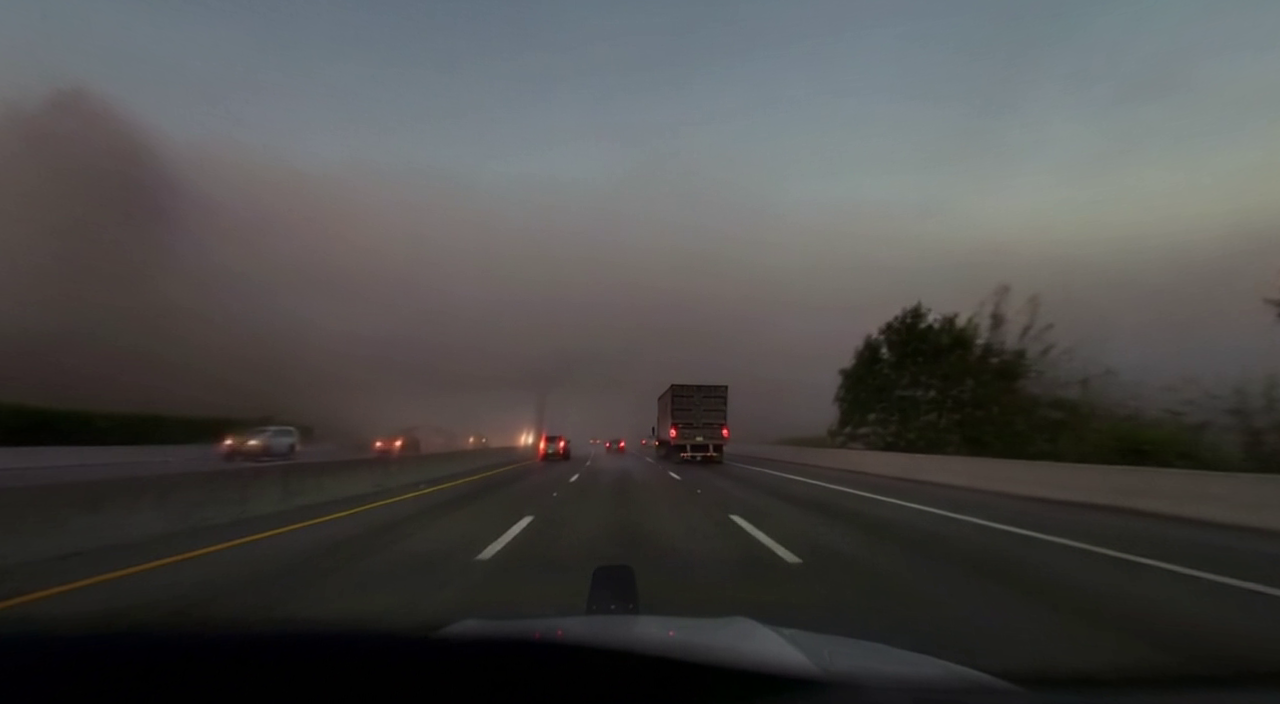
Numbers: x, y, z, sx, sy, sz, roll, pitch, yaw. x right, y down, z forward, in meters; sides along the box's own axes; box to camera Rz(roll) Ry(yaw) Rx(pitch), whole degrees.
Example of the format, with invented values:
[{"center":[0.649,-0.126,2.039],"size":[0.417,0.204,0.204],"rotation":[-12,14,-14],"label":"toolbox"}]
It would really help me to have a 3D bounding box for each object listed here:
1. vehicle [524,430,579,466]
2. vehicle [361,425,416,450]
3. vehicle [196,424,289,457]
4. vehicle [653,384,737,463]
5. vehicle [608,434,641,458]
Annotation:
[{"center":[-4.535,5.000,32.905],"size":[2.377,1.747,4.703],"rotation":[0,-8,-2],"label":"vehicle"},{"center":[-17.268,5.920,43.433],"size":[1.994,1.613,4.783],"rotation":[0,-8,-2],"label":"vehicle"},{"center":[-20.652,4.650,32.986],"size":[2.036,1.558,4.580],"rotation":[0,-8,-3],"label":"vehicle"},{"center":[2.972,4.629,39.261],"size":[3.301,4.034,13.722],"rotation":[0,-8,-3],"label":"vehicle"},{"center":[-1.109,6.445,43.114],"size":[2.125,1.542,3.816],"rotation":[0,-8,-3],"label":"vehicle"}]
